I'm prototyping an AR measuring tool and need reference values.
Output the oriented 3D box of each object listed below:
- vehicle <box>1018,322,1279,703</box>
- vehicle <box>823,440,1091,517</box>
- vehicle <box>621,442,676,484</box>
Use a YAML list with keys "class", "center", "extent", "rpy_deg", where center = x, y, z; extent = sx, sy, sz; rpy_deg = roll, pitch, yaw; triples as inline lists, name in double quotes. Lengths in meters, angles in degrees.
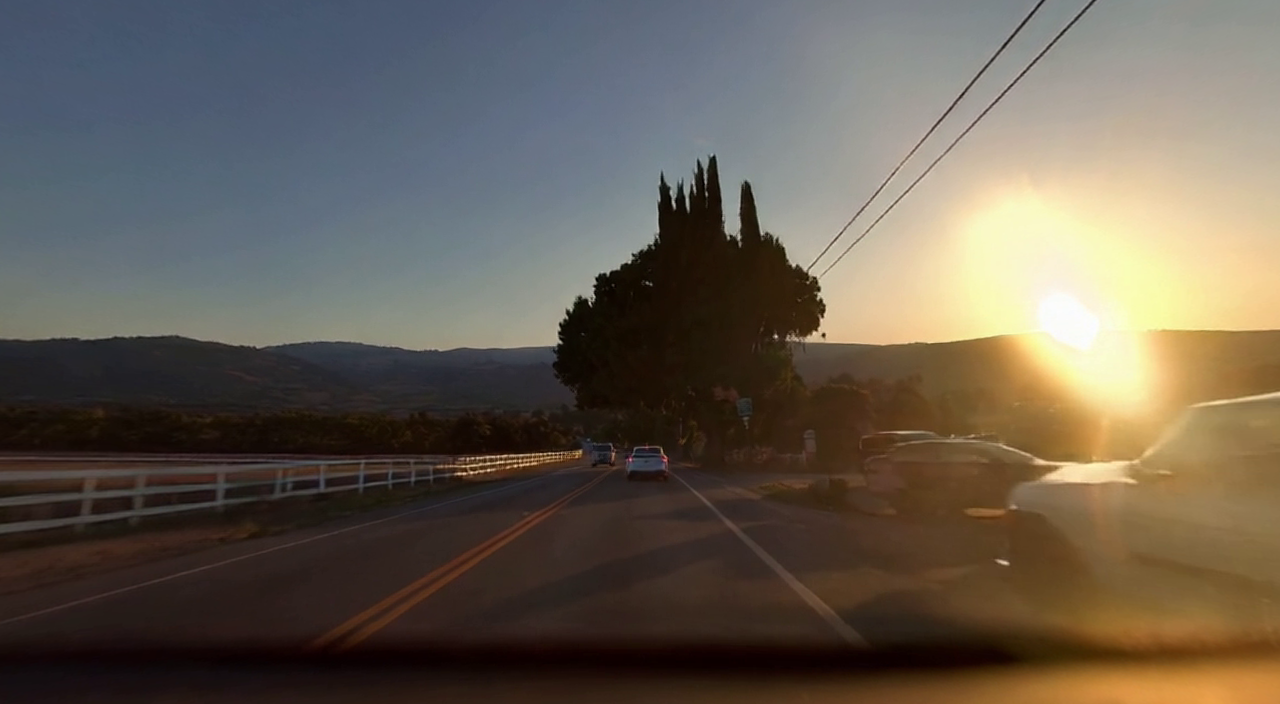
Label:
- class: "vehicle"
  center: [4.392, 0.801, 2.908]
  extent: [2.348, 1.969, 5.269]
  rpy_deg: [-1, -9, 5]
- class: "vehicle"
  center: [6.826, 2.767, 14.239]
  extent: [4.979, 1.503, 2.010]
  rpy_deg: [-3, -9, 20]
- class: "vehicle"
  center: [0.351, 4.717, 27.103]
  extent: [2.158, 1.669, 4.006]
  rpy_deg: [0, -9, 1]
